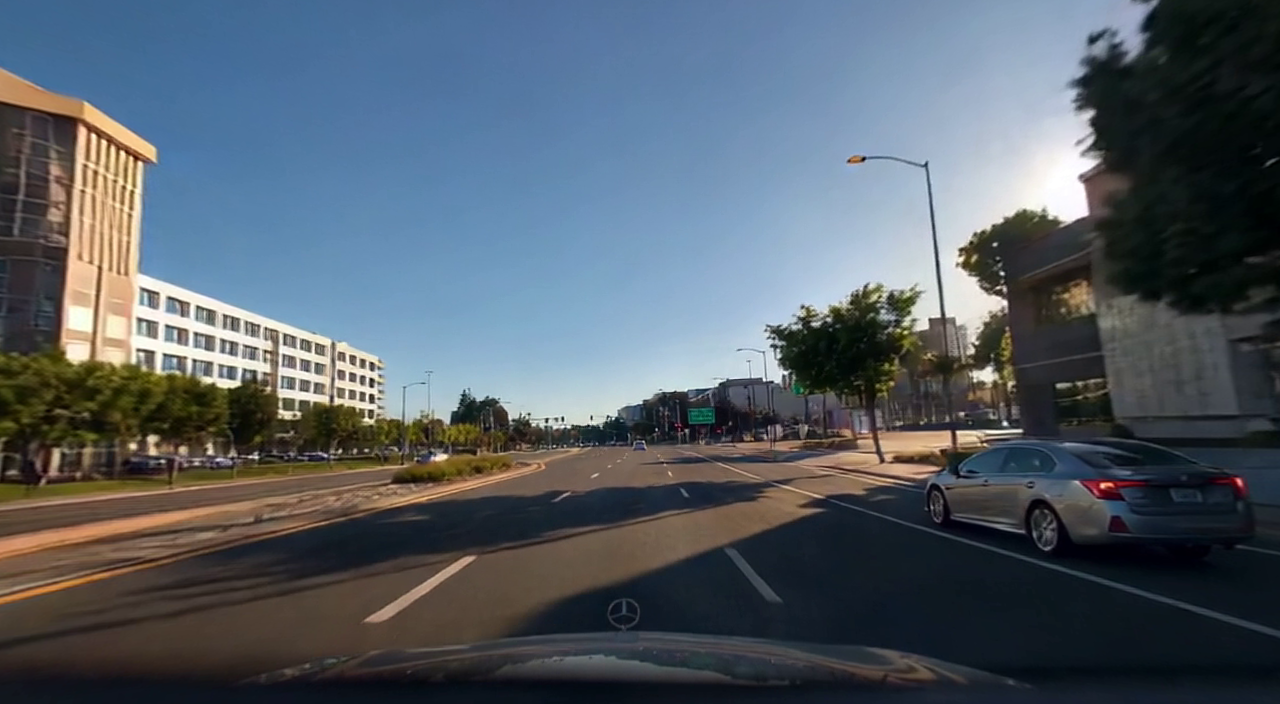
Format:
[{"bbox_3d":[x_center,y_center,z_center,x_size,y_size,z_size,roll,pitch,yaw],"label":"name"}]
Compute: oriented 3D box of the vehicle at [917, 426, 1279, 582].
[{"bbox_3d":[5.760,1.803,8.430,2.070,1.491,4.575,0,-8,1],"label":"vehicle"}]
